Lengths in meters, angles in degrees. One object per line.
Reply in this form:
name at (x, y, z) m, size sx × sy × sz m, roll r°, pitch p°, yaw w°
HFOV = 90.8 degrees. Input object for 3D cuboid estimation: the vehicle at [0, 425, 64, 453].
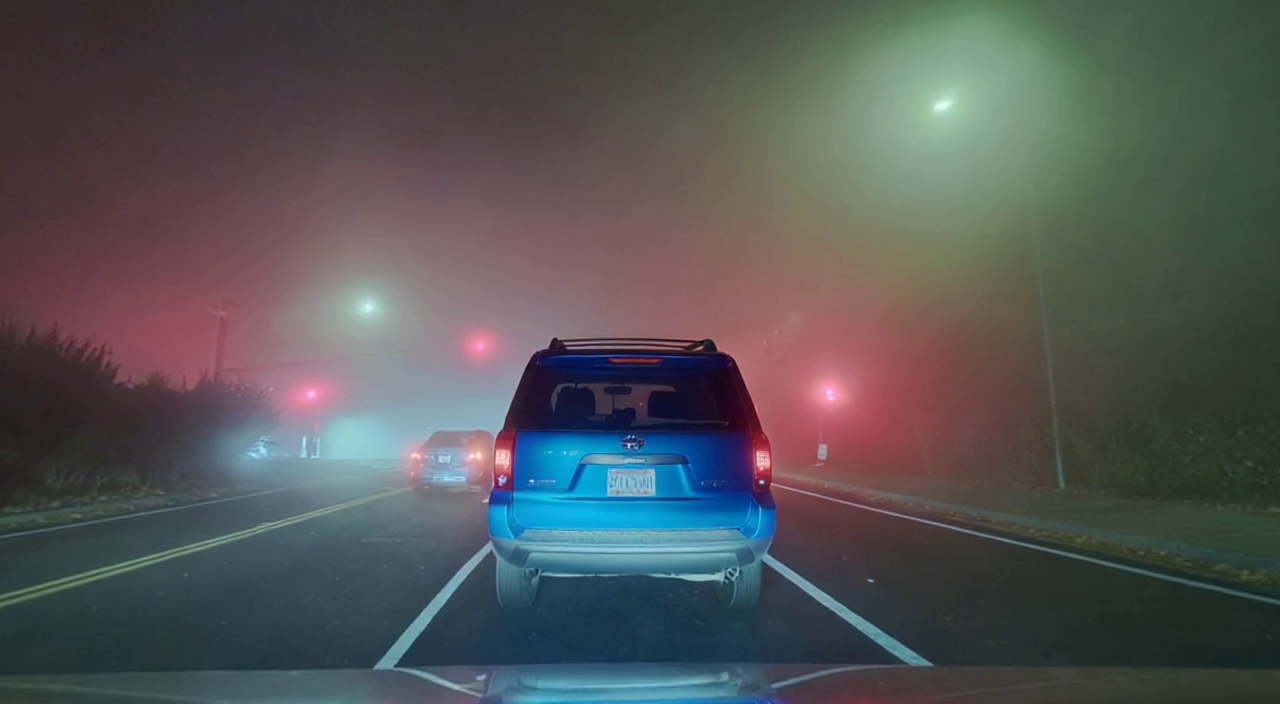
vehicle at (-38.228, 5.338, 38.689) m, size 3.926 × 1.536 × 1.731 m, roll -1°, pitch -9°, yaw -7°

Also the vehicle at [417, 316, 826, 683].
vehicle at (-0.247, 1.162, 6.019) m, size 2.333 × 2.087 × 4.586 m, roll 1°, pitch -8°, yaw -4°

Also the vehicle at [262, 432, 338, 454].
vehicle at (-25.954, 6.961, 48.317) m, size 4.576 × 1.632 × 1.960 m, roll 1°, pitch -9°, yaw -8°

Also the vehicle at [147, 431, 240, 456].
vehicle at (-28.734, 5.922, 40.768) m, size 4.435 × 1.574 × 1.816 m, roll 1°, pitch -9°, yaw -9°
